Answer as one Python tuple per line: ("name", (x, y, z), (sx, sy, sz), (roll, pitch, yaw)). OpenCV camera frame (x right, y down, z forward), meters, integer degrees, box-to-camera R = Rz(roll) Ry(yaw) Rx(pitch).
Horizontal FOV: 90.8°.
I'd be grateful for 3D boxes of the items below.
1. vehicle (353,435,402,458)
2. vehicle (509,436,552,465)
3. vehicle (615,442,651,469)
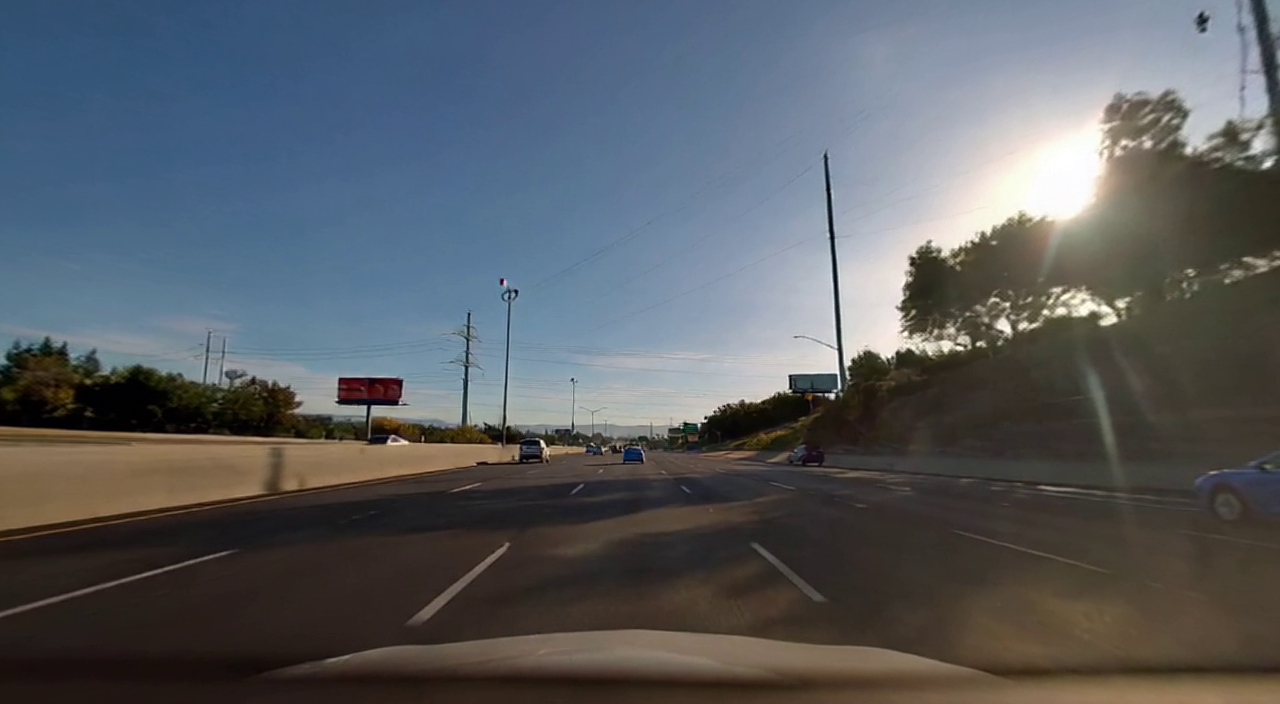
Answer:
("vehicle", (-17.683, 6.376, 42.705), (1.658, 1.467, 3.636), (0, -8, 1))
("vehicle", (-7.605, 6.910, 44.531), (2.177, 1.929, 4.706), (0, -8, 0))
("vehicle", (-0.462, 6.347, 38.952), (2.074, 1.574, 3.971), (0, -8, -2))
